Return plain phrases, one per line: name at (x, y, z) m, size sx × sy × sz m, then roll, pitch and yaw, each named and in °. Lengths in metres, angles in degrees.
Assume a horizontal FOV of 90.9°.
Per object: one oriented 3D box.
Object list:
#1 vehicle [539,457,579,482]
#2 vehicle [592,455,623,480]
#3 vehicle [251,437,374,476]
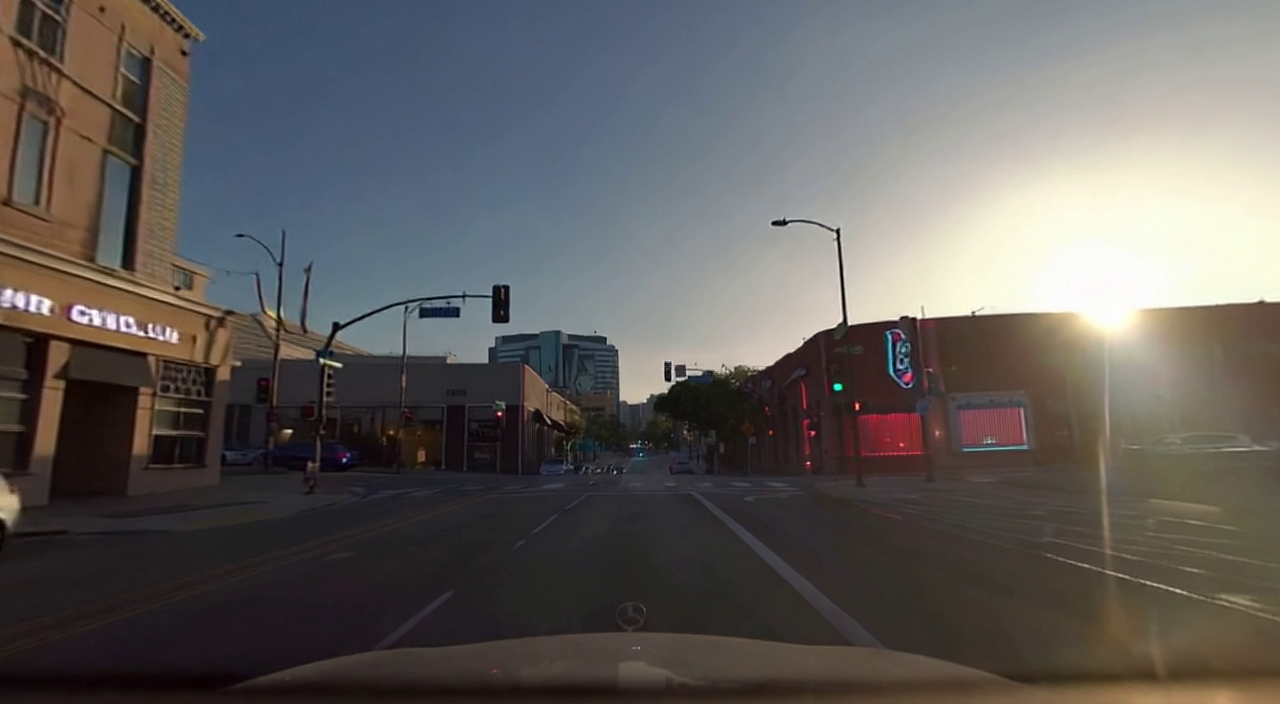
vehicle at (-5.825, 8.493, 45.885) m, size 2.167 × 1.643 × 4.518 m, roll -1°, pitch -8°, yaw 2°
vehicle at (-2.337, 8.359, 45.875) m, size 1.981 × 1.625 × 4.399 m, roll 0°, pitch -8°, yaw 1°
vehicle at (-17.657, 5.640, 34.177) m, size 5.376 × 1.994 × 2.196 m, roll 0°, pitch -8°, yaw 2°
